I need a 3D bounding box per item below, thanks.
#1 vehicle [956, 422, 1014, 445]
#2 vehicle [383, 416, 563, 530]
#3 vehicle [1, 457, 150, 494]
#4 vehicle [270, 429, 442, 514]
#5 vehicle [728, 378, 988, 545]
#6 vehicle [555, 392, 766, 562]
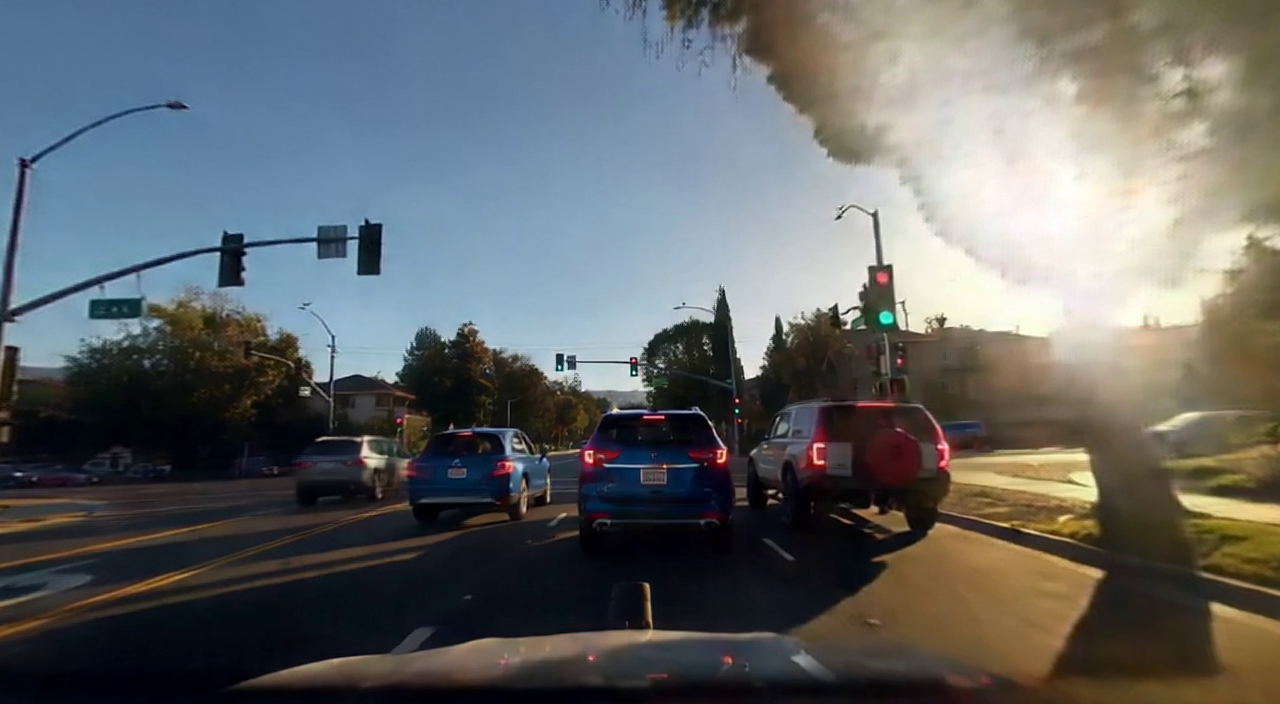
[{"bbox_3d":[23.776,5.684,43.578,1.830,1.516,3.943,0,-9,1],"label":"vehicle"},{"bbox_3d":[-2.739,2.131,11.626,2.058,1.659,4.514,0,-9,0],"label":"vehicle"},{"bbox_3d":[-23.999,5.239,26.911,4.383,1.456,1.999,0,-9,-1],"label":"vehicle"},{"bbox_3d":[-6.332,2.702,14.758,2.052,1.664,4.476,0,-8,-2],"label":"vehicle"},{"bbox_3d":[3.105,1.778,10.736,2.338,2.063,5.672,0,-9,0],"label":"vehicle"},{"bbox_3d":[0.200,1.636,8.850,2.235,1.778,4.178,0,-8,0],"label":"vehicle"}]
